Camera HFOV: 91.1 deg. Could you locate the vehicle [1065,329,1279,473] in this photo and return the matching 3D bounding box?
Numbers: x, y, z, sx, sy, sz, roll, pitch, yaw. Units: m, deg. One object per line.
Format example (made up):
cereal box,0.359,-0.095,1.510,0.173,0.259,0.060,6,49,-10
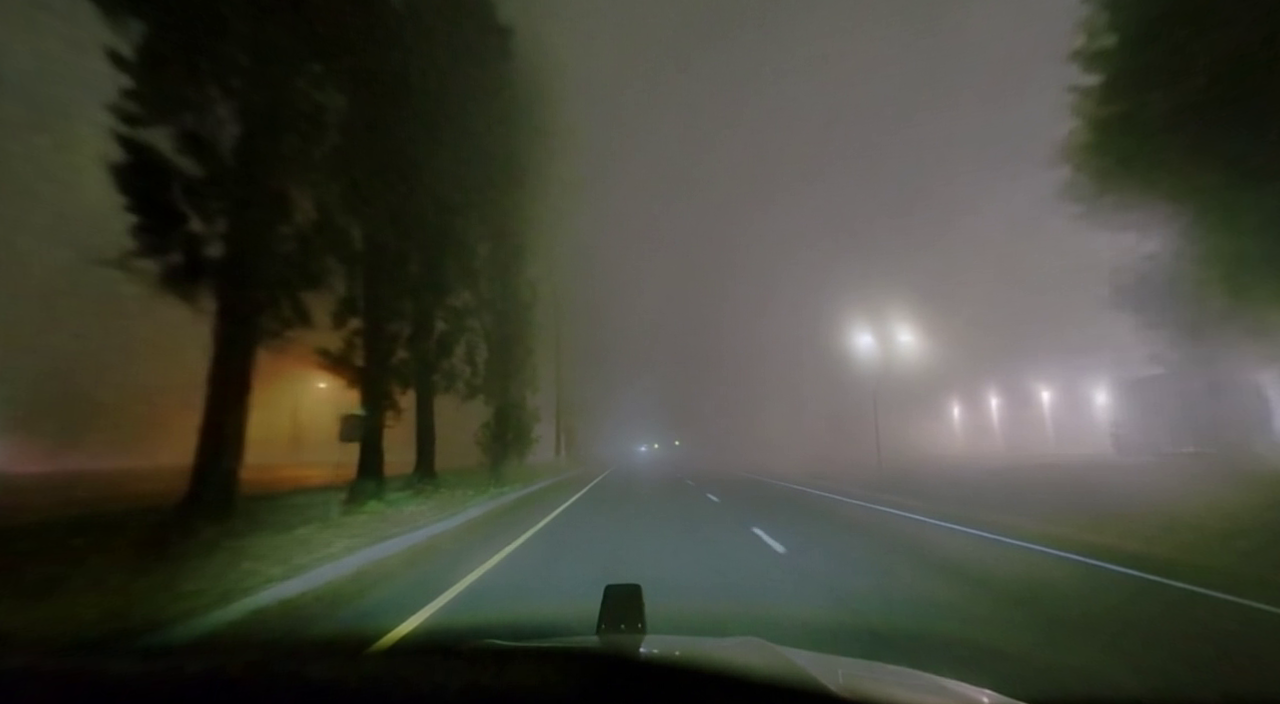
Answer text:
vehicle,17.085,1.651,18.305,2.826,3.500,9.295,0,-9,0
